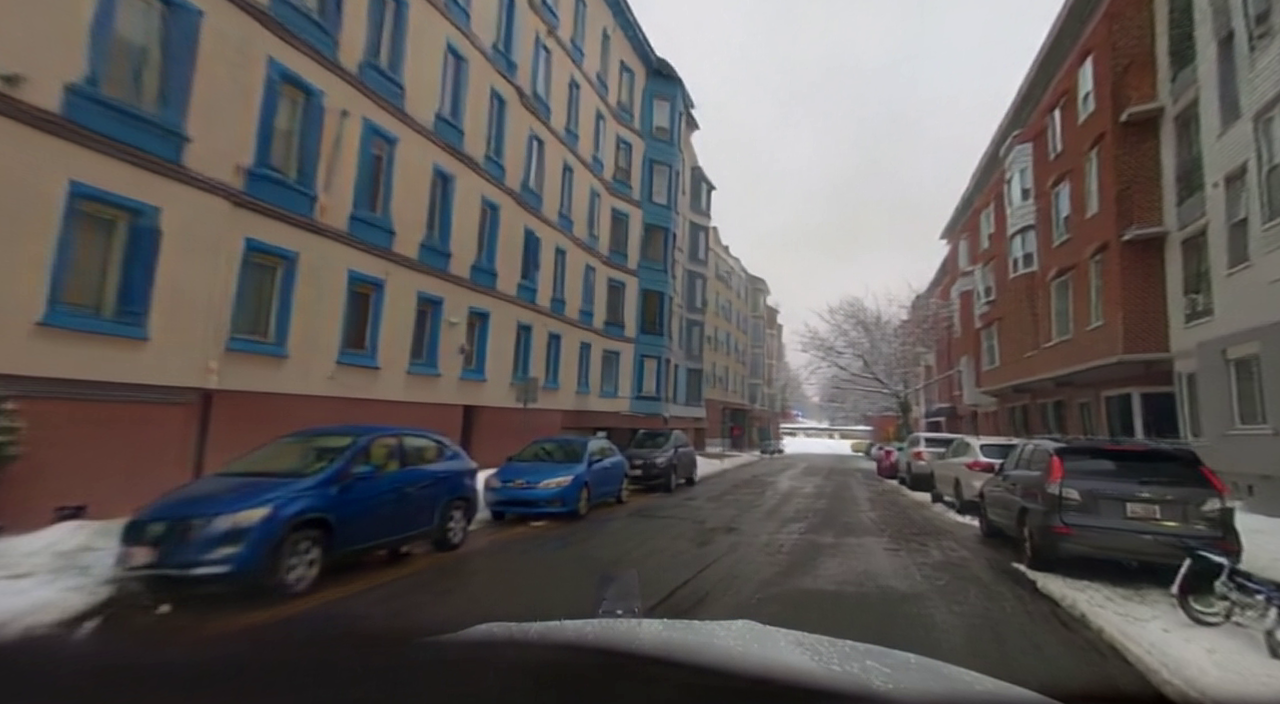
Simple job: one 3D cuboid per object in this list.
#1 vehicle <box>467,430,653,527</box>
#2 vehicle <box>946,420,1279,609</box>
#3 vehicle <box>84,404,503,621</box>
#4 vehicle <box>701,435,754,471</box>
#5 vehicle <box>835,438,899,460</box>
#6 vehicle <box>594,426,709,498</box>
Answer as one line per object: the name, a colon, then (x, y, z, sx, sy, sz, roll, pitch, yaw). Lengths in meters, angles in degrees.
vehicle: (-1.221, 2.206, 11.764, 1.830, 1.427, 4.294, -2, -8, 17)
vehicle: (5.278, 1.706, 7.737, 1.883, 1.615, 4.234, -2, -8, 15)
vehicle: (-3.001, 1.377, 6.345, 1.719, 1.519, 3.414, -2, -8, 15)
vehicle: (4.054, 4.553, 28.694, 1.840, 1.493, 3.761, -2, -8, 17)
vehicle: (15.799, 6.756, 43.817, 3.657, 1.475, 1.930, 1, -8, -3)
vehicle: (0.467, 2.821, 16.747, 1.942, 1.629, 4.302, -2, -8, 17)
